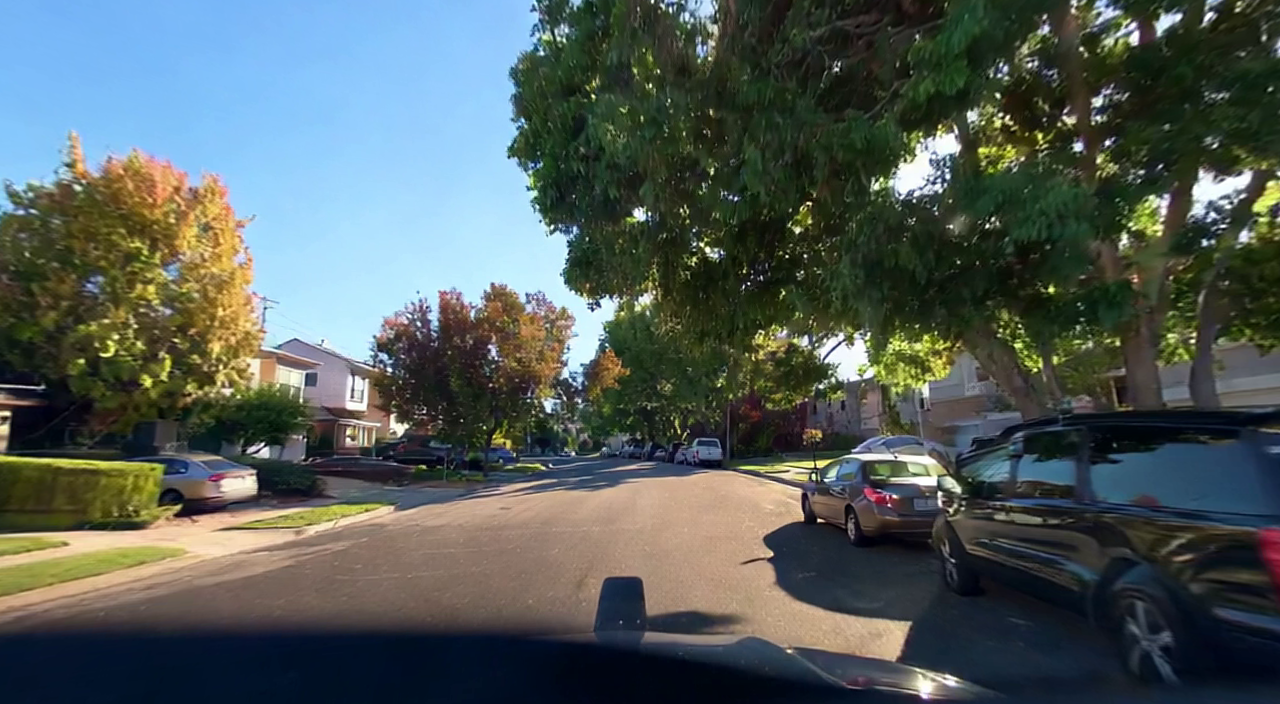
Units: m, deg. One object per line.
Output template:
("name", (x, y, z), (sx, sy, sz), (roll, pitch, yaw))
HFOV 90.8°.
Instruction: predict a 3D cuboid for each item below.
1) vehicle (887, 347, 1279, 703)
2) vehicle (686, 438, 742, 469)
("vehicle", (3.788, 1.211, 4.522), (2.161, 1.854, 5.289), (-1, -9, 3))
("vehicle", (4.932, 6.877, 43.130), (2.715, 1.900, 6.163), (1, -8, -3))
